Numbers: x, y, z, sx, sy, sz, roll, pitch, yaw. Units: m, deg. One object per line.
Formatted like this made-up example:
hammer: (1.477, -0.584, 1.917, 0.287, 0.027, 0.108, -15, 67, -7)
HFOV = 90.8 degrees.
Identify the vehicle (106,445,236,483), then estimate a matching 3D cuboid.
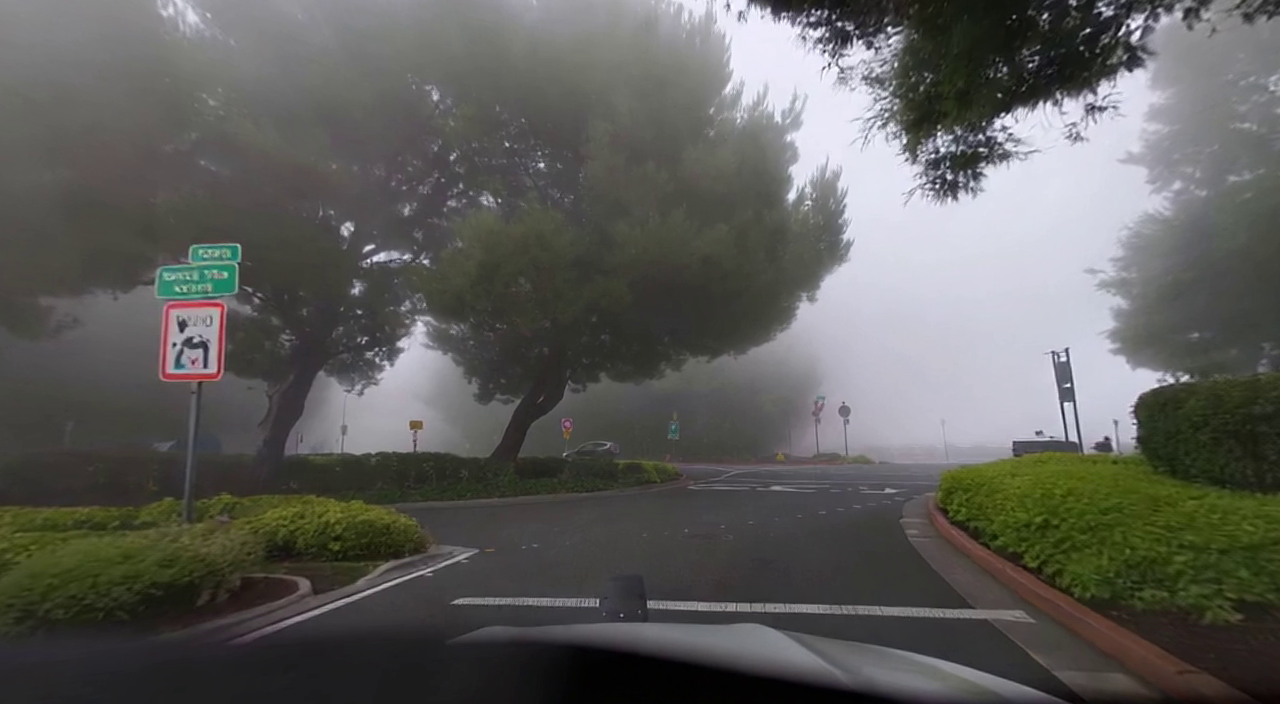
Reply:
vehicle: (-21.102, 5.019, 28.684, 2.088, 1.581, 4.345, -2, -9, 12)

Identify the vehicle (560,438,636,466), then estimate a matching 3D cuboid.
vehicle: (-2.717, 6.390, 40.280, 4.490, 1.672, 2.019, -6, -10, 33)
